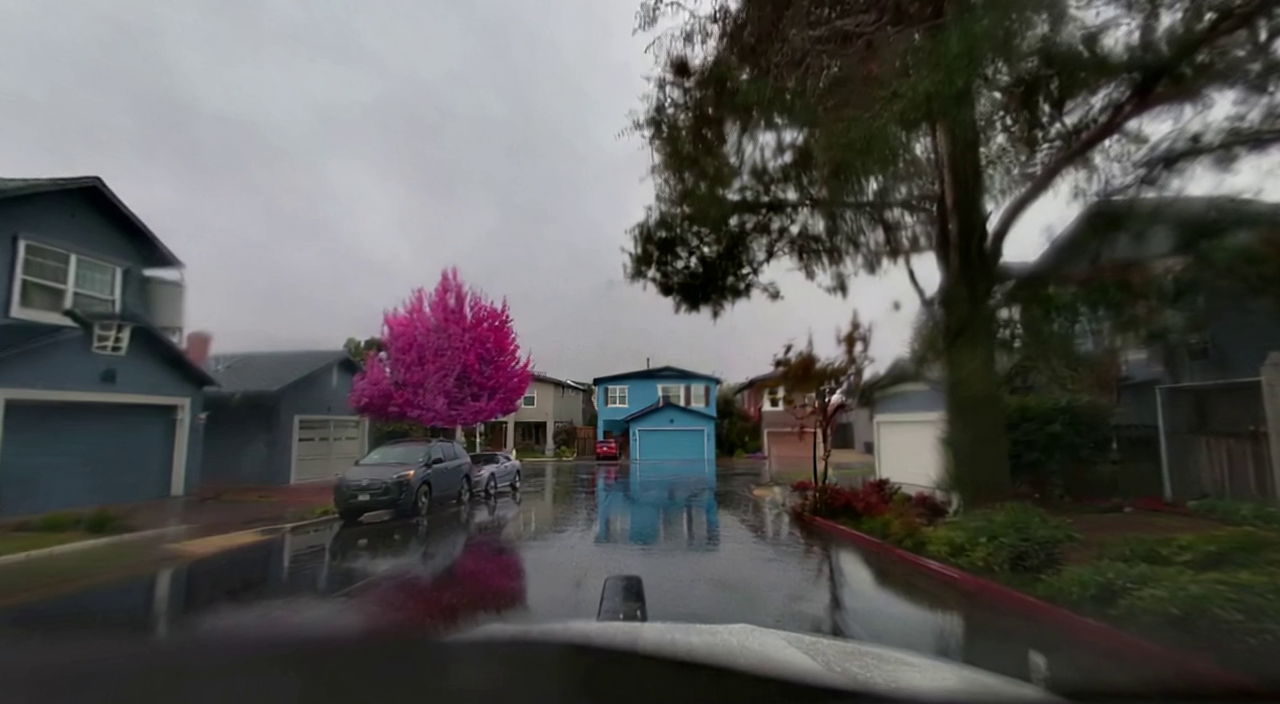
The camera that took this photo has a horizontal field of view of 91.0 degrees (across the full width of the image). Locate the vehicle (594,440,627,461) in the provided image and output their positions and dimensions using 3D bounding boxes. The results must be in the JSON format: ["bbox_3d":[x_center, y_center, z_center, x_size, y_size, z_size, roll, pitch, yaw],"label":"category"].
[{"bbox_3d":[-2.158,7.467,47.634,1.968,1.491,4.486,-1,-9,4],"label":"vehicle"}]

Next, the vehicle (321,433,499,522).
[{"bbox_3d":[-5.235,2.907,15.212,2.139,1.783,4.717,-1,-9,6],"label":"vehicle"}]

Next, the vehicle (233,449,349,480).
[{"bbox_3d":[-17.827,5.739,32.268,4.804,1.487,1.974,-1,-9,4],"label":"vehicle"}]
